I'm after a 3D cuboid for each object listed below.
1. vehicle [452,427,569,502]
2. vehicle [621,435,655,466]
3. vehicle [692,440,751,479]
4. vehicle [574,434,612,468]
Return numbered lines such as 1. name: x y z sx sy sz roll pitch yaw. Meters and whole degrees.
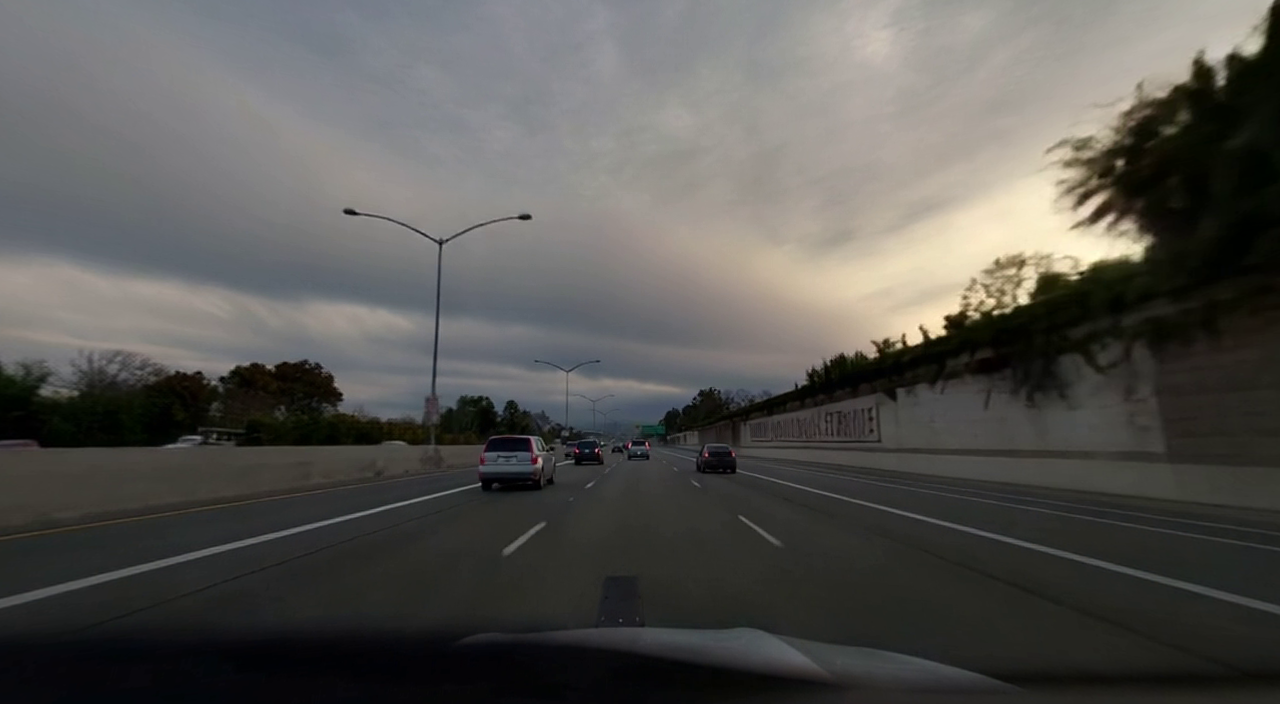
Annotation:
1. vehicle: -3.519 3.192 18.366 2.184 1.819 5.441 0 -9 1
2. vehicle: -0.106 7.615 48.887 2.485 2.215 5.199 0 -9 0
3. vehicle: 3.922 5.269 31.092 2.224 1.752 4.487 1 -9 -1
4. vehicle: -3.286 7.016 44.780 2.378 2.214 4.352 0 -9 0
